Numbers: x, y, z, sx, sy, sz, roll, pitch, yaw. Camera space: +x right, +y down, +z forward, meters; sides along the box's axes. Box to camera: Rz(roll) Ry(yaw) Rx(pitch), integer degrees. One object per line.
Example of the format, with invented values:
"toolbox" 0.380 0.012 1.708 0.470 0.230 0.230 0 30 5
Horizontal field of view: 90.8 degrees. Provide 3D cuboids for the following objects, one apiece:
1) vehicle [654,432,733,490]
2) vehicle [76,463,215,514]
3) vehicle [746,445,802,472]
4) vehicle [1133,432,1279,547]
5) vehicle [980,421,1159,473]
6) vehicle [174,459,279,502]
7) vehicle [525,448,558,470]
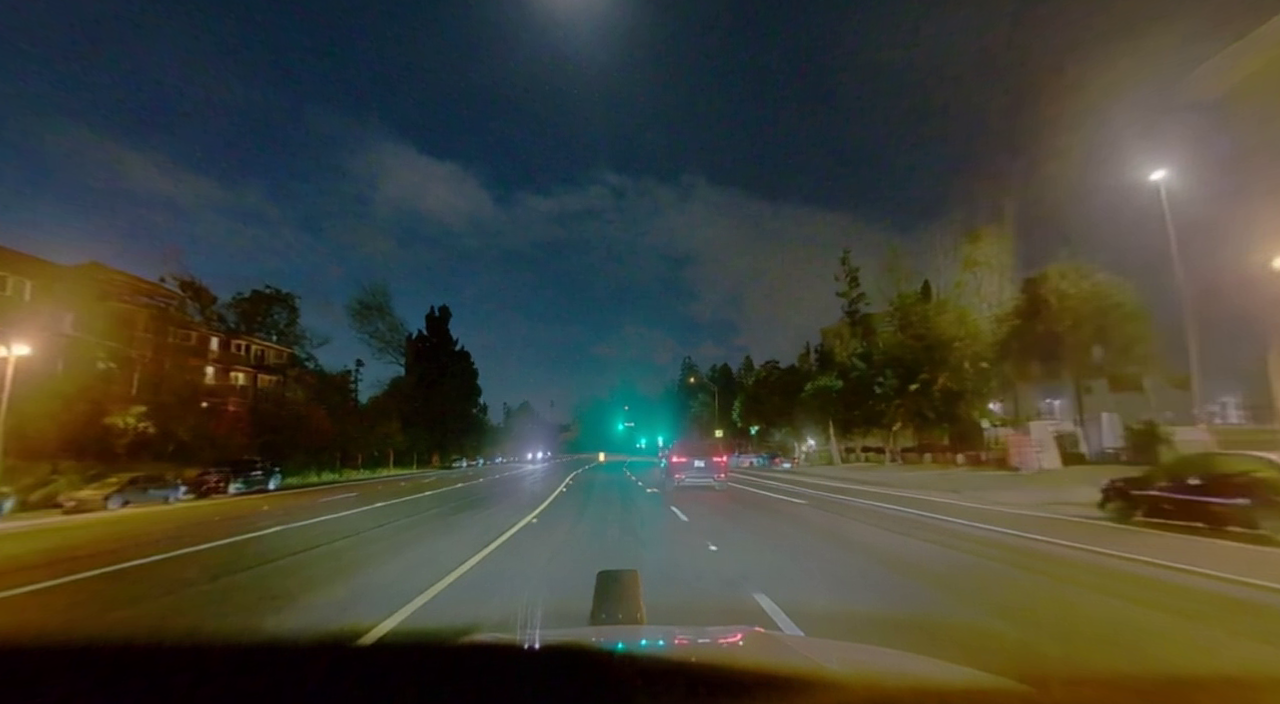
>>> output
"vehicle" 1.721 3.707 21.871 2.085 1.763 4.490 0 -9 -3
"vehicle" -18.729 5.147 24.259 1.999 1.462 4.516 -1 -8 -5
"vehicle" 7.720 6.167 36.795 1.996 1.474 4.771 0 -9 -3
"vehicle" 9.278 1.807 8.331 1.858 1.489 4.556 0 -8 0
"vehicle" 15.777 3.545 23.535 5.007 1.793 2.031 -2 -9 11
"vehicle" -18.932 5.868 29.225 1.937 1.612 4.515 -1 -7 -2
"vehicle" -7.142 7.766 46.172 1.958 1.501 4.294 0 -9 -2
